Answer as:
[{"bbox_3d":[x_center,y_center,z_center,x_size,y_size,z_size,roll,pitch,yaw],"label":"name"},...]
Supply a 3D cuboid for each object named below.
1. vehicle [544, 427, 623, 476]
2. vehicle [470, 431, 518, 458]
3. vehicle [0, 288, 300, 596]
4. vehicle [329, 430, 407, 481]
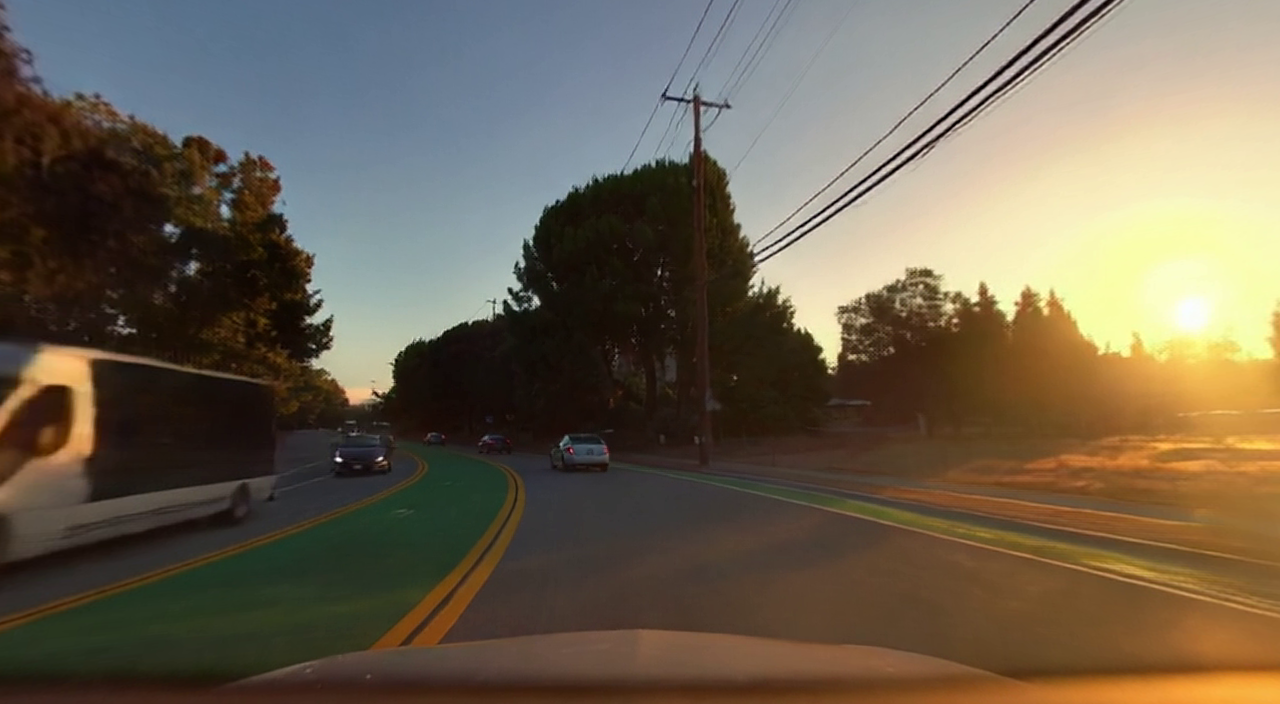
[{"bbox_3d":[-2.414,4.016,25.578,2.140,1.767,4.720,3,-9,-18],"label":"vehicle"},{"bbox_3d":[-10.035,6.314,43.085,2.075,1.699,4.520,4,-10,-27],"label":"vehicle"},{"bbox_3d":[-7.608,1.308,8.947,2.413,2.872,6.823,1,-9,-7],"label":"vehicle"},{"bbox_3d":[-10.017,3.830,23.591,2.000,1.683,4.115,2,-9,-14],"label":"vehicle"}]
